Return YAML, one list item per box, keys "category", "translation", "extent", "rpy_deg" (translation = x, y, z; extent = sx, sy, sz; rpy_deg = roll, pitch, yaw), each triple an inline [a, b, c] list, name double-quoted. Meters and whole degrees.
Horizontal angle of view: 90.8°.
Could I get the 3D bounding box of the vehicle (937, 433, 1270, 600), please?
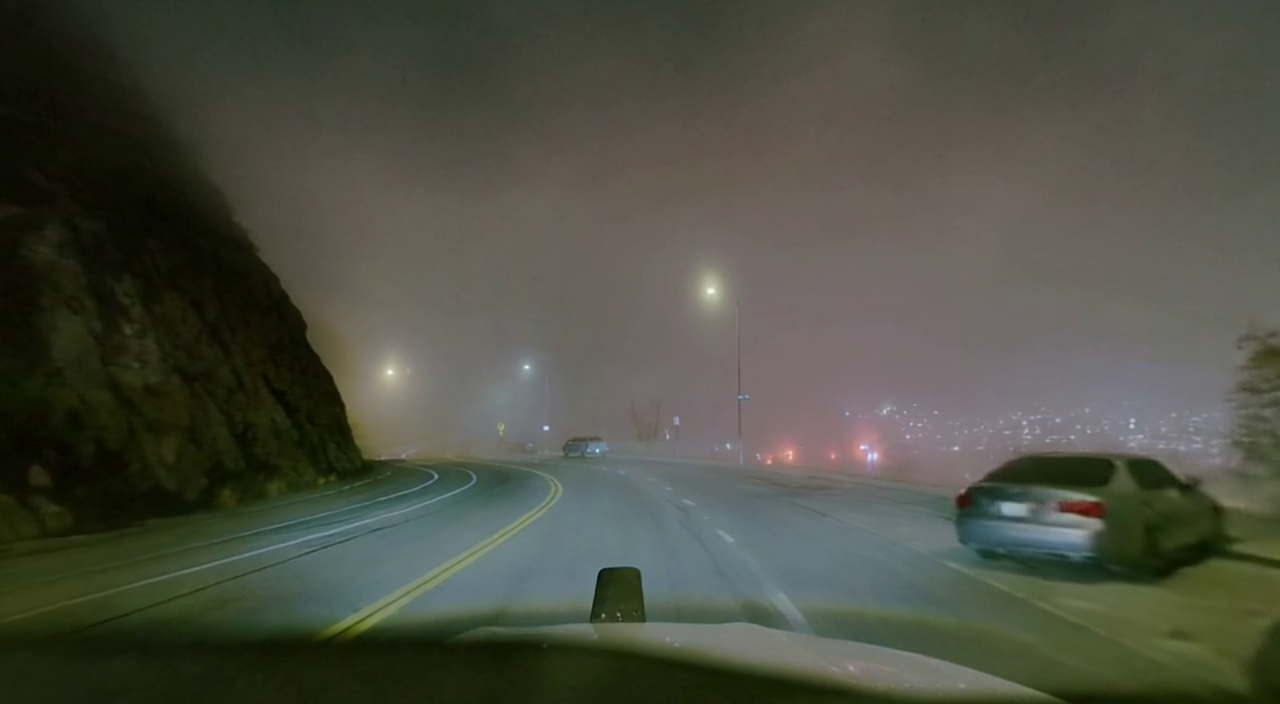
- category: "vehicle"
  translation: [5.817, 1.764, 7.753]
  extent: [4.467, 1.439, 2.028]
  rpy_deg: [6, -11, -38]
